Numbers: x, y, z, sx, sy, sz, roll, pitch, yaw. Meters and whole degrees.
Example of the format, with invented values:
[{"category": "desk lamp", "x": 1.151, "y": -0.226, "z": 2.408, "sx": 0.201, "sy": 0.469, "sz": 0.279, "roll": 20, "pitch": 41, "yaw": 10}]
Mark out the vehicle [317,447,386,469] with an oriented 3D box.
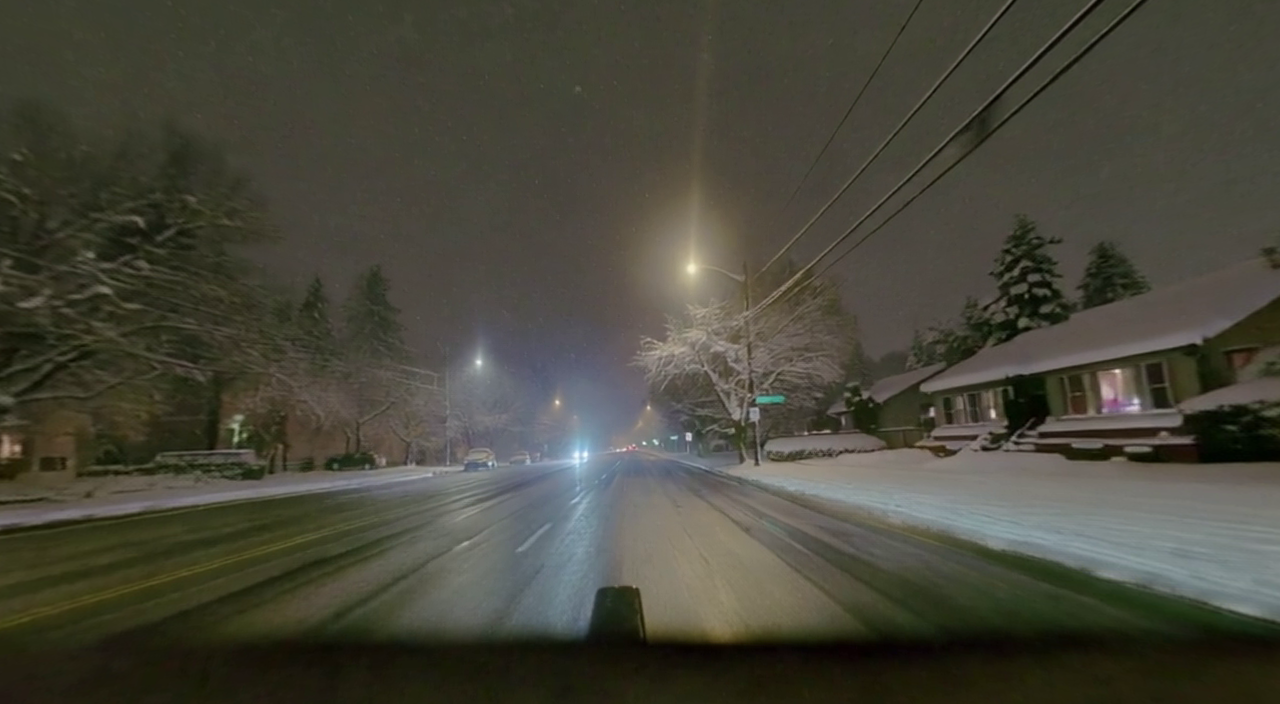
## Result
[{"category": "vehicle", "x": -22.755, "y": 8.373, "z": 49.953, "sx": 4.514, "sy": 1.711, "sz": 1.855, "roll": 0, "pitch": -9, "yaw": 0}]
